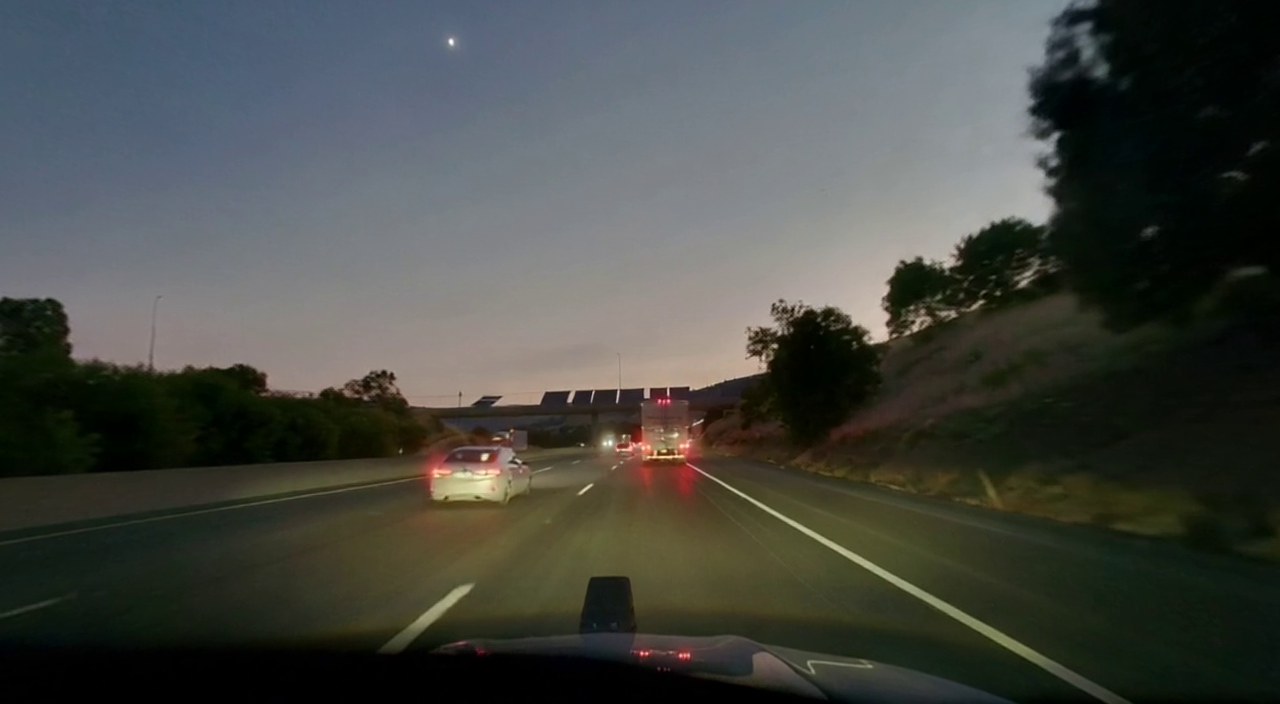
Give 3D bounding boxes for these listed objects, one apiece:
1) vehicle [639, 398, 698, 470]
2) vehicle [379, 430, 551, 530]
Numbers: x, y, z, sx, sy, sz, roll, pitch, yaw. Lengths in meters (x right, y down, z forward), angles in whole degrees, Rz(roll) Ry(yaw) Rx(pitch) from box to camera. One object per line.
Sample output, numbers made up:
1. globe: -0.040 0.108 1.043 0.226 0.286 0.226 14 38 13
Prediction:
1. vehicle: 1.541 4.895 37.152 2.967 3.633 10.015 -1 -8 1
2. vehicle: -3.117 2.358 12.262 2.066 1.581 4.268 0 -8 1
